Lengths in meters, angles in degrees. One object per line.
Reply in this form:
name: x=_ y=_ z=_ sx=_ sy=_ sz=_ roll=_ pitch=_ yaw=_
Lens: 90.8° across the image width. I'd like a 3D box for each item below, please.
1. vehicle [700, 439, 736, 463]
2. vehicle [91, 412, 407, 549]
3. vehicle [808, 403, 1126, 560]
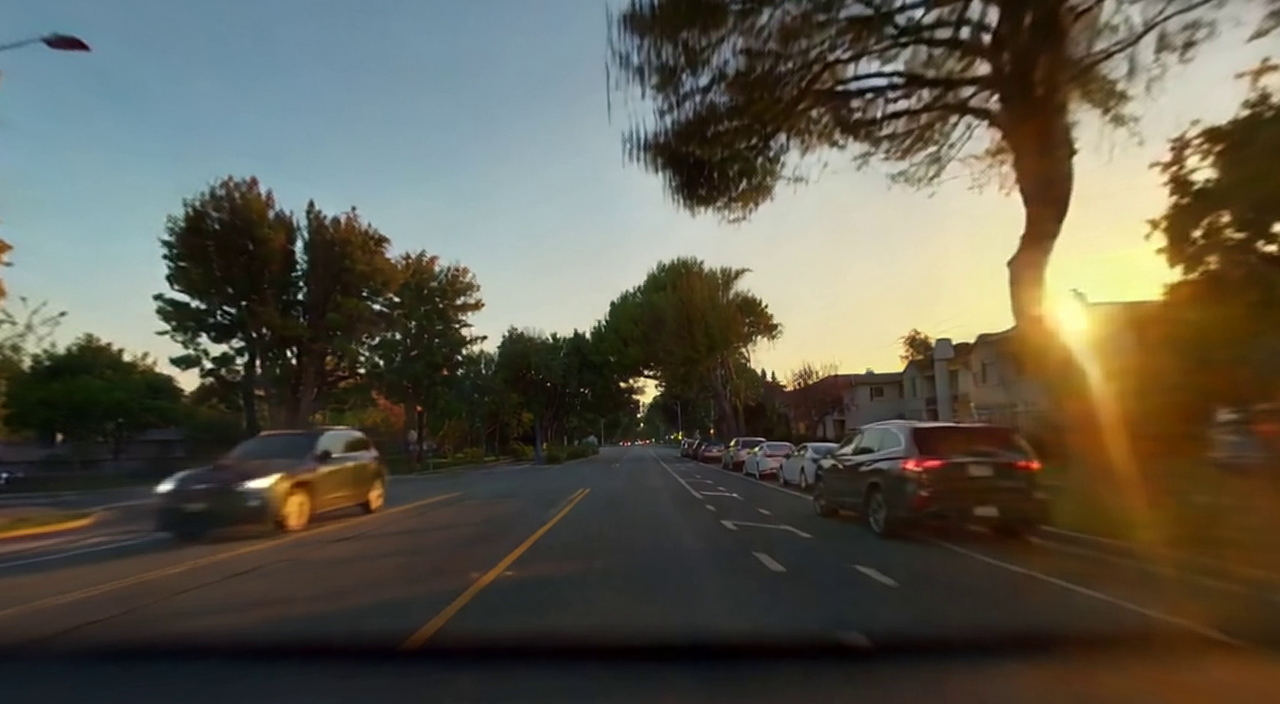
vehicle: x=5.291 y=6.779 z=43.331 sx=1.837 sy=1.532 sz=3.886 roll=0 pitch=-8 yaw=-2
vehicle: x=-6.670 y=2.269 z=12.042 sx=2.105 sy=1.919 sz=6.049 roll=0 pitch=-8 yaw=1
vehicle: x=4.244 y=1.761 z=9.287 sx=2.272 sy=1.744 sz=4.324 roll=0 pitch=-8 yaw=-1
